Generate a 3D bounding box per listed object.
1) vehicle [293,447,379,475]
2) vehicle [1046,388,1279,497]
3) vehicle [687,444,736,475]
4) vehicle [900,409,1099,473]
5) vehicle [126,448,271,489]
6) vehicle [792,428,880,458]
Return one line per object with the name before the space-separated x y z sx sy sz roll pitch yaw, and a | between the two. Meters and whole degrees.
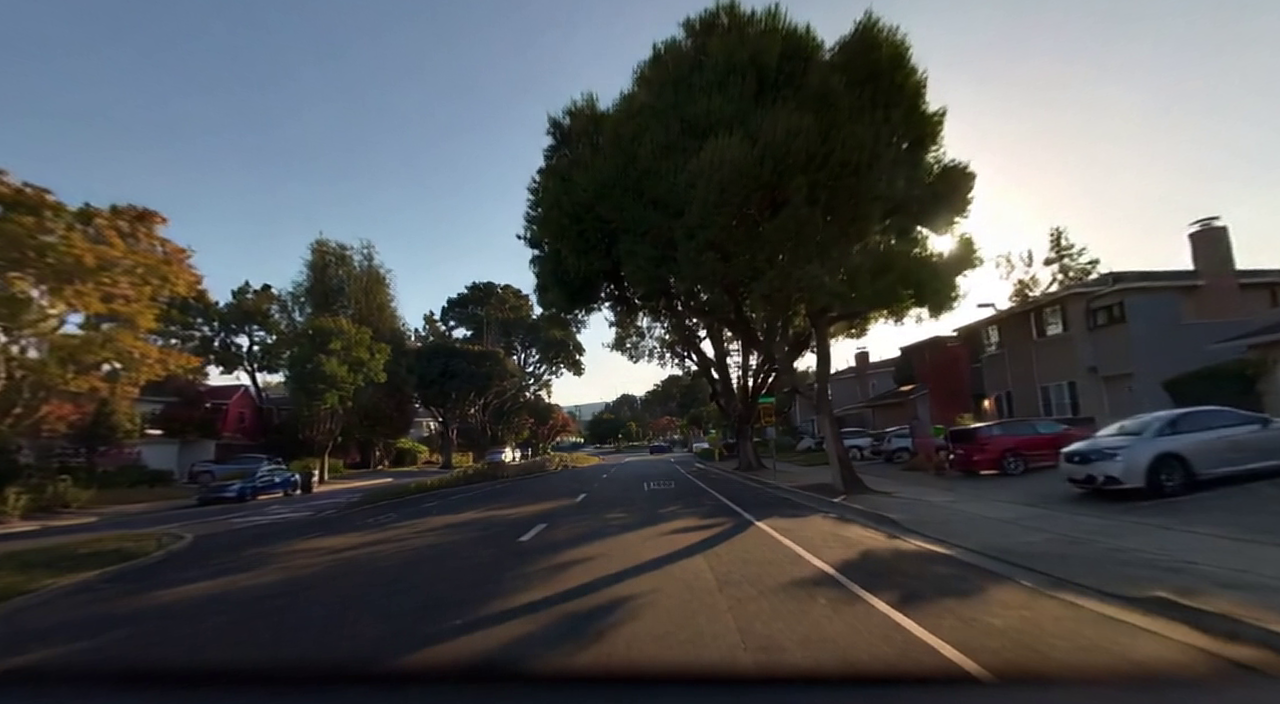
vehicle | -20.625 7.383 42.989 4.753 1.796 2.101 -1 -8 5
vehicle | 11.796 1.824 13.170 5.034 1.826 2.012 -5 -9 4
vehicle | 3.772 5.728 34.050 2.104 1.524 4.524 0 -8 0
vehicle | 11.810 2.965 21.039 5.283 1.570 2.122 -5 -8 -3
vehicle | -20.110 5.298 28.949 5.044 1.782 2.152 0 -8 3
vehicle | 14.112 6.564 45.583 5.541 2.060 2.416 -5 -10 31
